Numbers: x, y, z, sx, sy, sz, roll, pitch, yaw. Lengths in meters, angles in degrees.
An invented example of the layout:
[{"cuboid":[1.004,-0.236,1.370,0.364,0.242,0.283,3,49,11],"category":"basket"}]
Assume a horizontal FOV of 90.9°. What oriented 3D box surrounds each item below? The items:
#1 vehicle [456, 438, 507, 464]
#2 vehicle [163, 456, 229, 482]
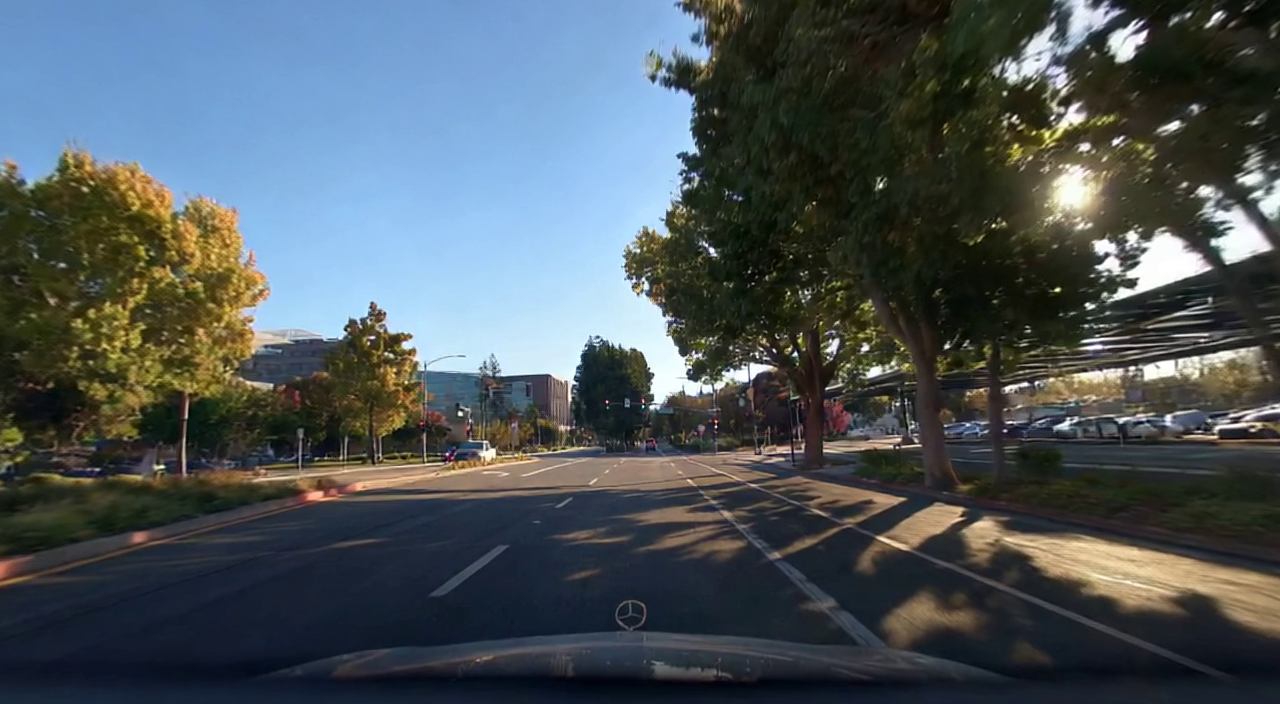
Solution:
[{"cuboid":[-12.109,7.598,48.535,2.225,1.876,5.661,0,-8,2],"category":"vehicle"},{"cuboid":[-34.278,9.027,48.858,2.020,1.812,4.914,1,-8,-7],"category":"vehicle"}]
